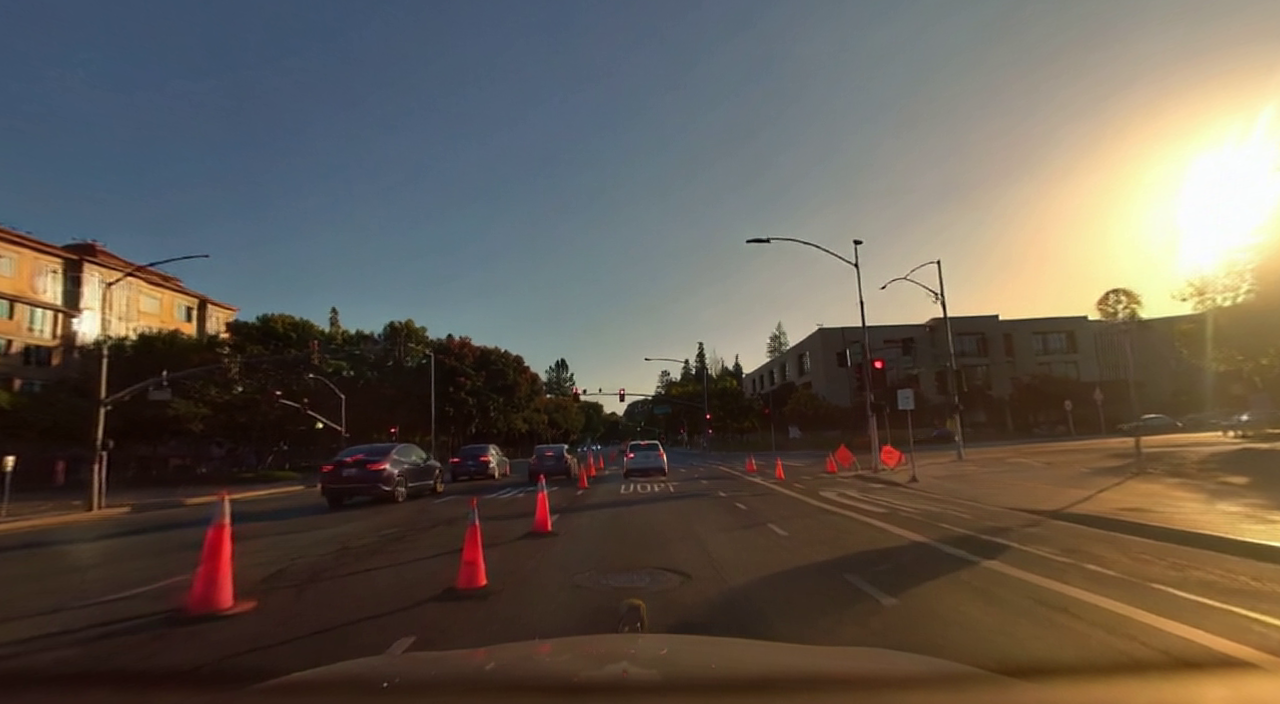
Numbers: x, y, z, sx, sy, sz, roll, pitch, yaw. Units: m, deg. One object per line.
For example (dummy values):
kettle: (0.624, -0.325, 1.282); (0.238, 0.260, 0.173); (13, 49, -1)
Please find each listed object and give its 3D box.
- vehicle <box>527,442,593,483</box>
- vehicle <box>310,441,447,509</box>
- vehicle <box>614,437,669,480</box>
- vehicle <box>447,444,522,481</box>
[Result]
vehicle: (-2.997, 4.233, 24.511); (1.946, 1.437, 4.154); (0, -8, 1)
vehicle: (-6.760, 3.177, 16.879); (1.869, 1.570, 4.064); (0, -8, 1)
vehicle: (0.066, 4.146, 24.852); (1.985, 1.521, 3.968); (0, -8, 0)
vehicle: (-6.551, 4.699, 27.125); (2.074, 1.447, 4.224); (0, -8, 1)
